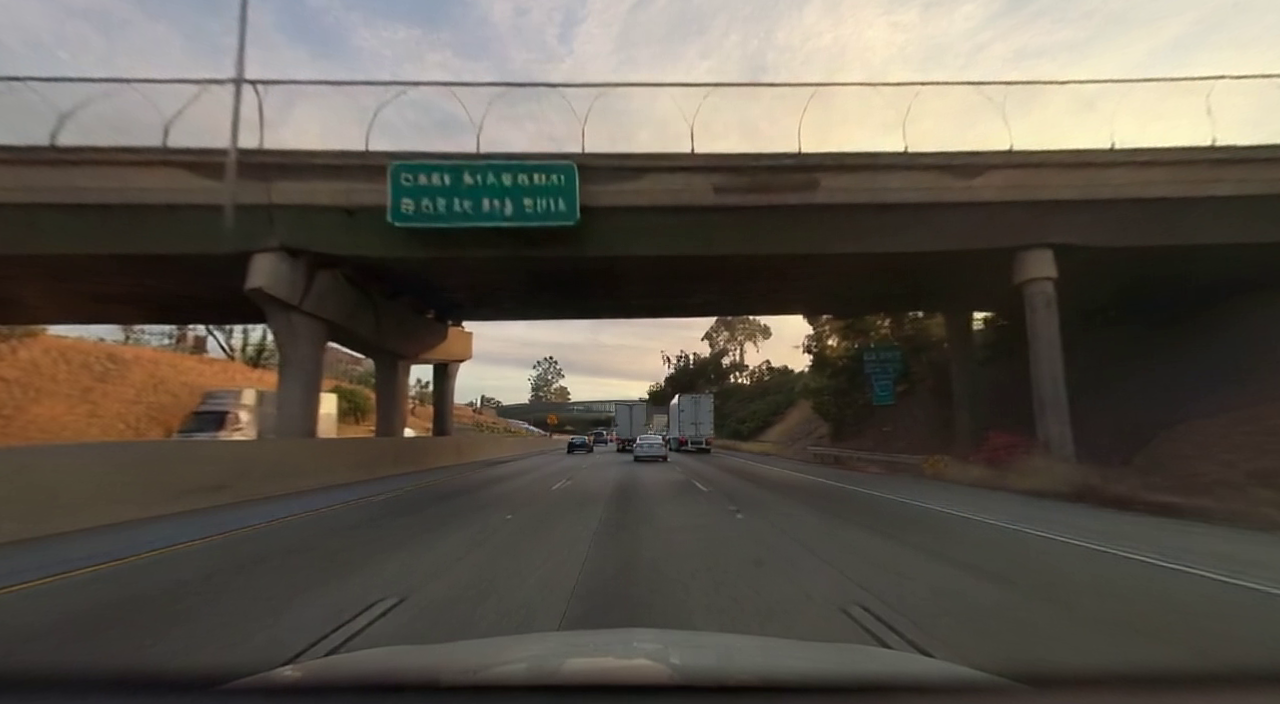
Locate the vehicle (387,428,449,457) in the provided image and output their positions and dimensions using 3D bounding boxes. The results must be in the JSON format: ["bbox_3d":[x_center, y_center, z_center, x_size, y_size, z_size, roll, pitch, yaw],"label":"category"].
[{"bbox_3d":[-12.791,5.243,36.588,2.038,1.572,4.216,0,-8,0],"label":"vehicle"}]

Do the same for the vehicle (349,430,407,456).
[{"bbox_3d":[-17.245,6.020,41.724,1.975,1.616,4.475,0,-8,-1],"label":"vehicle"}]

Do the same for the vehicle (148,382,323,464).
[{"bbox_3d":[-21.015,3.891,33.800,3.125,3.754,9.621,0,-8,-1],"label":"vehicle"}]

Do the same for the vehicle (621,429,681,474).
[{"bbox_3d":[0.351,3.660,23.455,2.059,1.522,3.693,0,-8,-1],"label":"vehicle"}]

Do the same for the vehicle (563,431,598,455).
[{"bbox_3d":[-4.013,6.227,43.124,1.979,1.527,4.754,0,-8,-1],"label":"vehicle"}]
